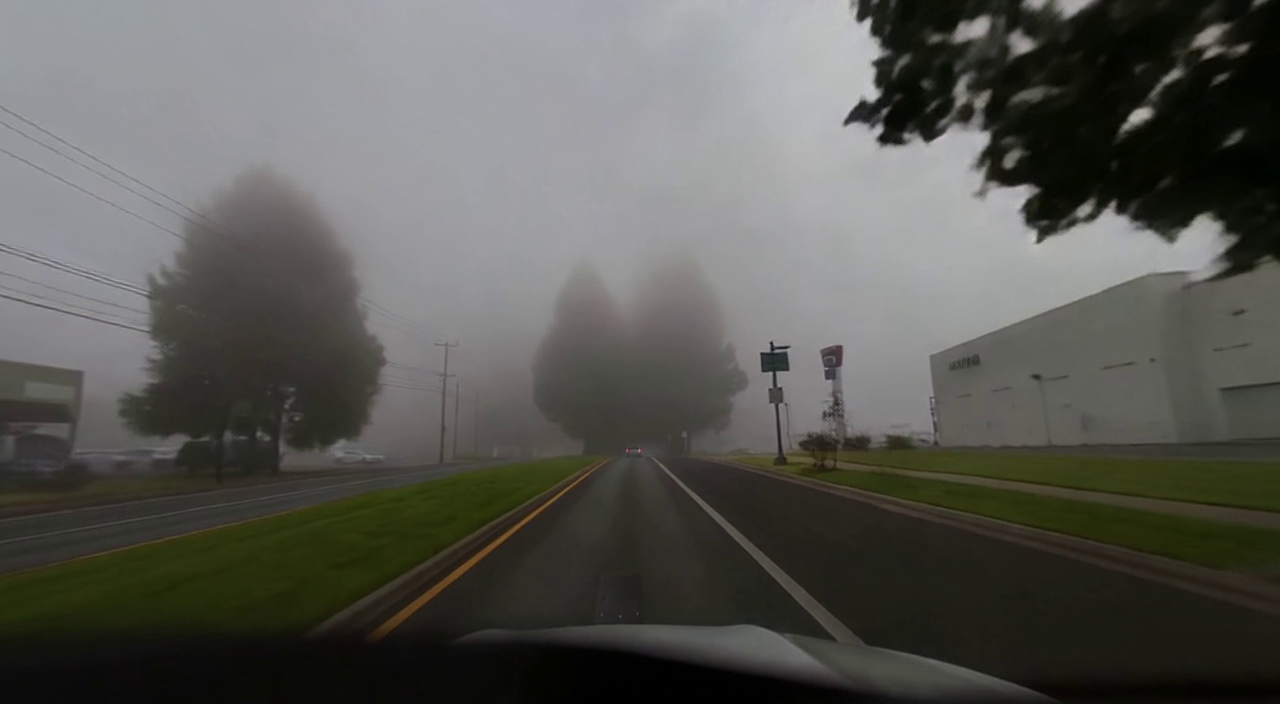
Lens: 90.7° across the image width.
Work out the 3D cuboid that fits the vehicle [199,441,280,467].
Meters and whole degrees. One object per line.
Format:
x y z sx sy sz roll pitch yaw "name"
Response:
-23.615 6.017 37.547 1.815 1.460 4.642 0 -8 0 "vehicle"
